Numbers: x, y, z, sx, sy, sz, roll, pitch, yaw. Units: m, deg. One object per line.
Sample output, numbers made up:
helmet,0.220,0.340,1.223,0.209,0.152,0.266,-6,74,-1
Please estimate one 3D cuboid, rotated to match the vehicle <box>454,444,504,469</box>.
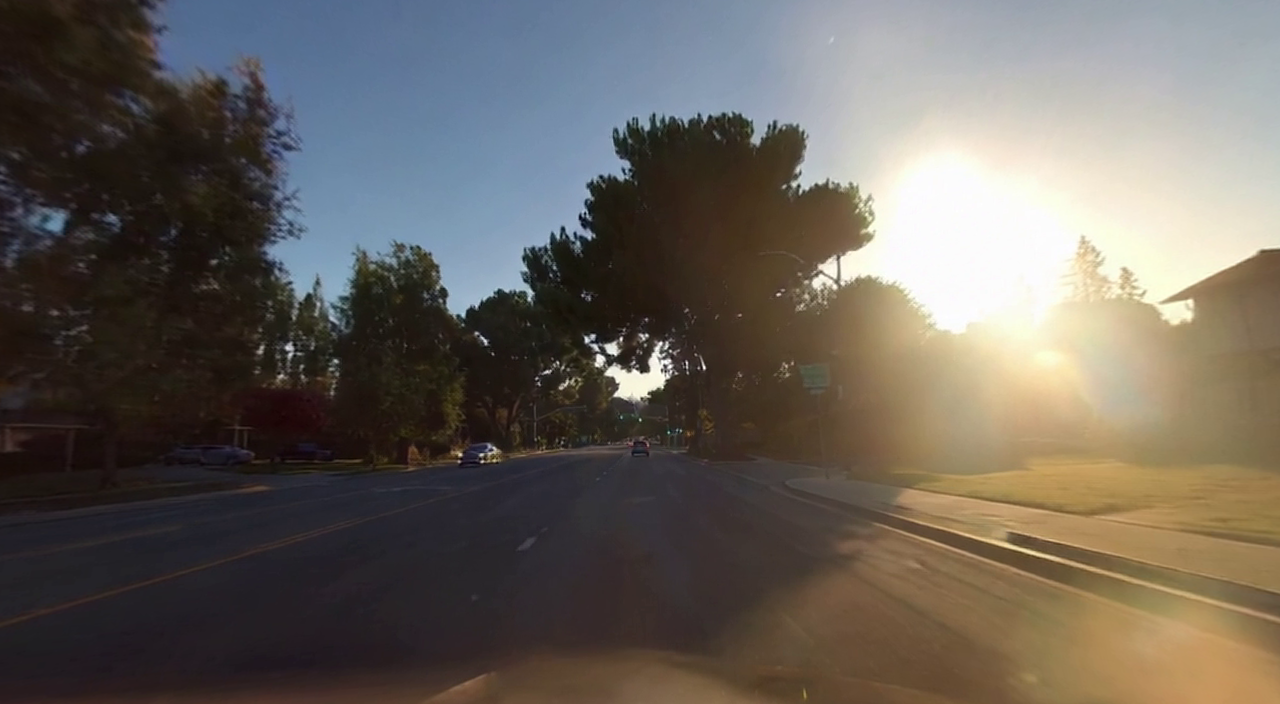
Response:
vehicle,-10.495,6.790,41.433,2.022,1.536,4.629,0,-8,0
